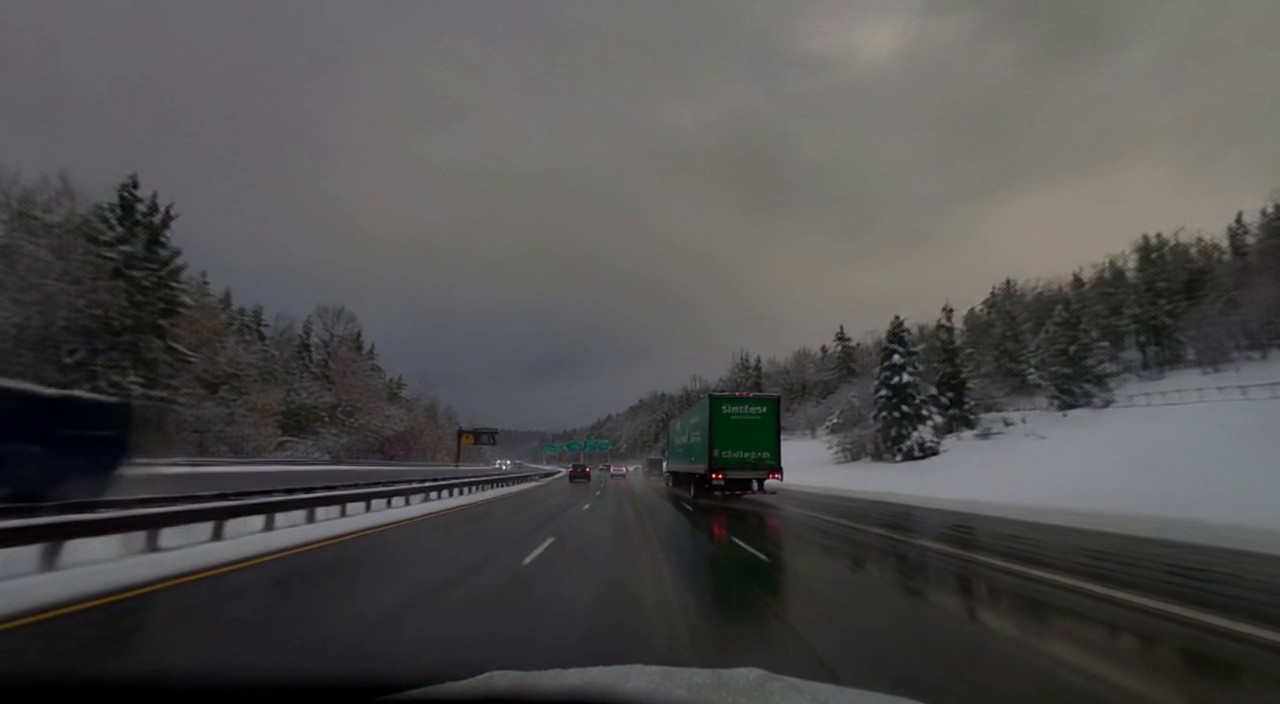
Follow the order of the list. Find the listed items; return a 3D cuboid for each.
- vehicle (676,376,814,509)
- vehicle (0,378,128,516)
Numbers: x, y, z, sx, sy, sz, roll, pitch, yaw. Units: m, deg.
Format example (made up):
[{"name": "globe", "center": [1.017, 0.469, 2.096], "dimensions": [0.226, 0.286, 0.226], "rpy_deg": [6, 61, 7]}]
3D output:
[{"name": "vehicle", "center": [3.833, 4.204, 27.603], "dimensions": [2.992, 4.300, 13.967], "rpy_deg": [1, -10, -3]}, {"name": "vehicle", "center": [-12.685, 1.612, 10.837], "dimensions": [2.371, 2.442, 6.351], "rpy_deg": [1, -10, -1]}]
